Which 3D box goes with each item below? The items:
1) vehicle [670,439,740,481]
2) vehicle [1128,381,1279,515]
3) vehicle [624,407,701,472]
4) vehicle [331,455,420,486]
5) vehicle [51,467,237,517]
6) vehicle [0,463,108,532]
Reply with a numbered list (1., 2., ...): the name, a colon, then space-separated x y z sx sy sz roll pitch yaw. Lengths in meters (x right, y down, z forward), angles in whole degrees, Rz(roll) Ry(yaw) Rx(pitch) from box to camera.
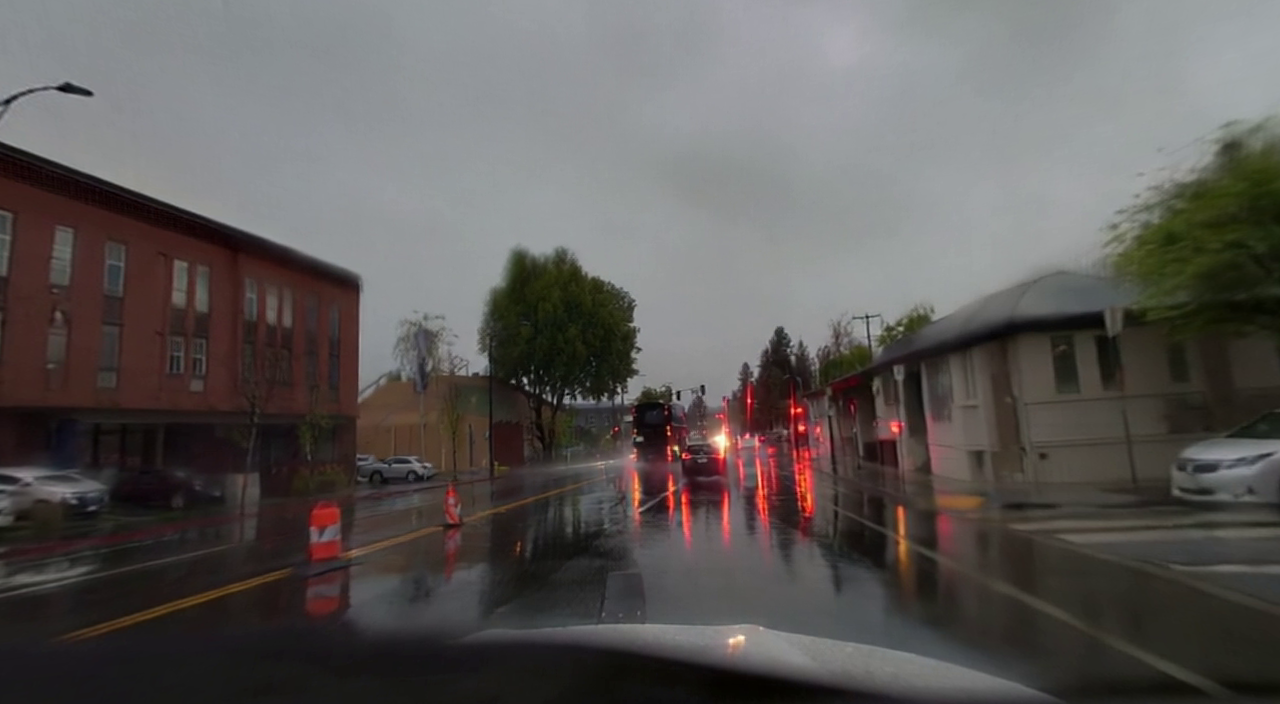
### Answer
1. vehicle: 2.463 4.215 24.998 2.159 1.506 4.086 0 -8 -2
2. vehicle: 11.326 1.525 10.180 4.859 1.914 2.333 0 -8 2
3. vehicle: 1.717 5.400 38.615 2.977 3.271 12.748 -2 -8 10
4. vehicle: -15.446 6.916 37.011 4.397 1.698 1.932 -1 -9 9
5. vehicle: -17.117 4.811 21.934 4.952 1.510 2.115 -1 -9 8
6. vehicle: -18.162 4.136 18.065 4.298 1.752 1.954 -2 -9 7
